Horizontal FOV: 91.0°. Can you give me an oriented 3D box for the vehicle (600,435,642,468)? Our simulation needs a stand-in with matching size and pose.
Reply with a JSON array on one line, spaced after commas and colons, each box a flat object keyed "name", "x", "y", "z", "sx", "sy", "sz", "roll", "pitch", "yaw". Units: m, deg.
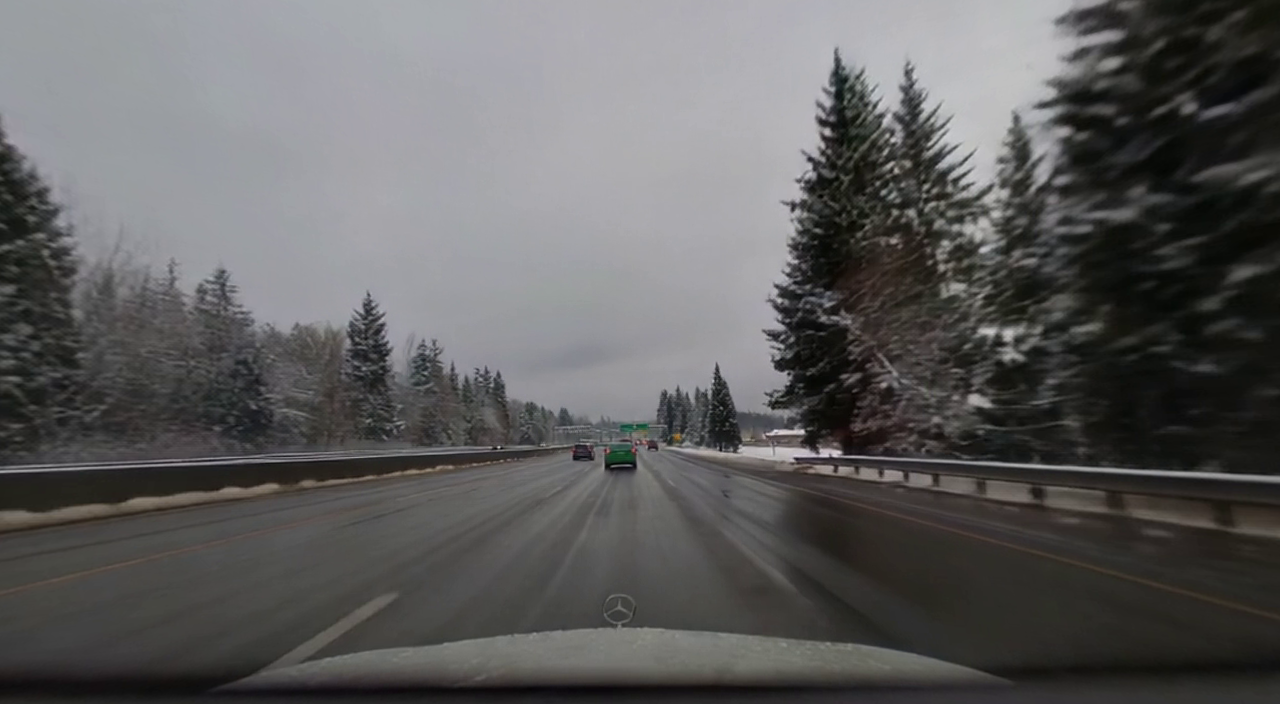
[{"name": "vehicle", "x": -1.116, "y": 5.837, "z": 37.070, "sx": 2.302, "sy": 1.810, "sz": 4.707, "roll": 0, "pitch": -8, "yaw": -1}]
